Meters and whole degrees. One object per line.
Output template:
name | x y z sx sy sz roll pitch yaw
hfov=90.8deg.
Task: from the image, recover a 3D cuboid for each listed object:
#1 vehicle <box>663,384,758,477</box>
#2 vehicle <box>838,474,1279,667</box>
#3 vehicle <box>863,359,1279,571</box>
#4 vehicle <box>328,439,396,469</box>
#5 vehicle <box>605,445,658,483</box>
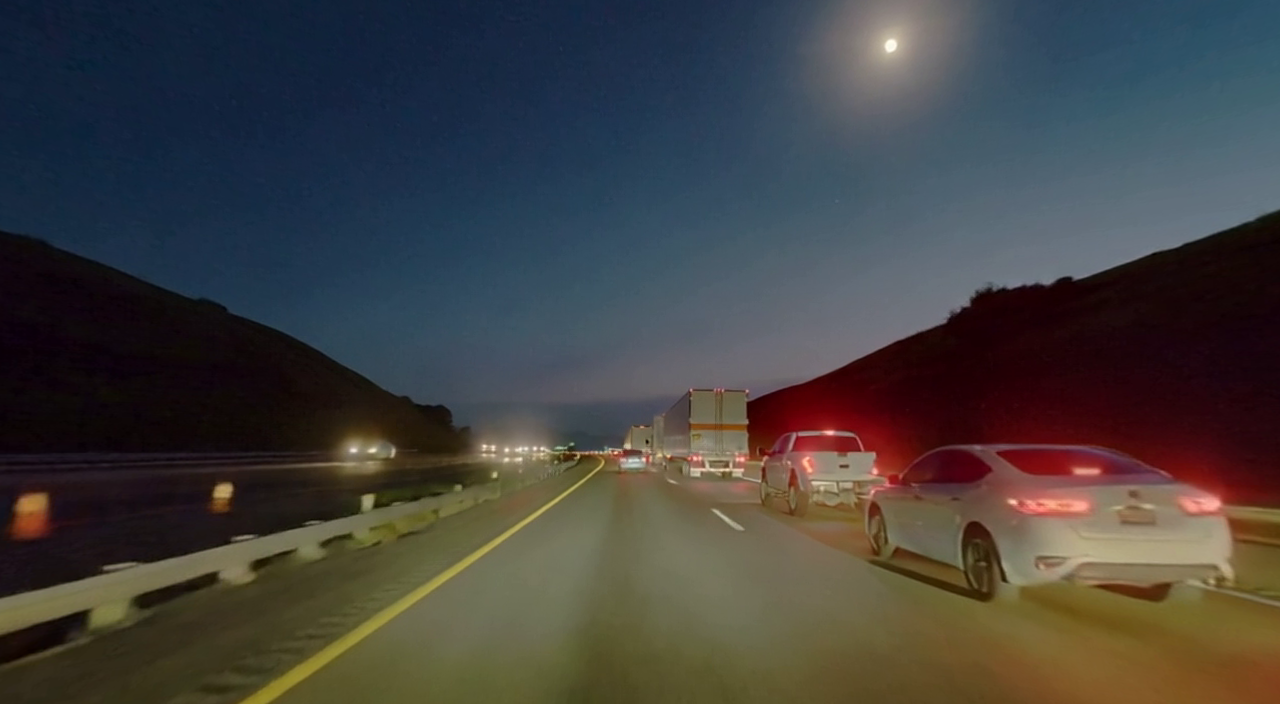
vehicle | 3.392 4.602 35.230 2.911 4.099 14.578 0 -9 -3
vehicle | 4.028 1.866 6.598 2.129 0.956 5.390 0 -9 -1
vehicle | 4.069 1.104 6.543 1.873 1.465 4.264 0 -9 -1
vehicle | -15.581 5.749 35.620 1.984 1.558 4.164 0 -9 -1
vehicle | -0.394 4.593 26.162 2.029 1.437 3.794 0 -9 -2
